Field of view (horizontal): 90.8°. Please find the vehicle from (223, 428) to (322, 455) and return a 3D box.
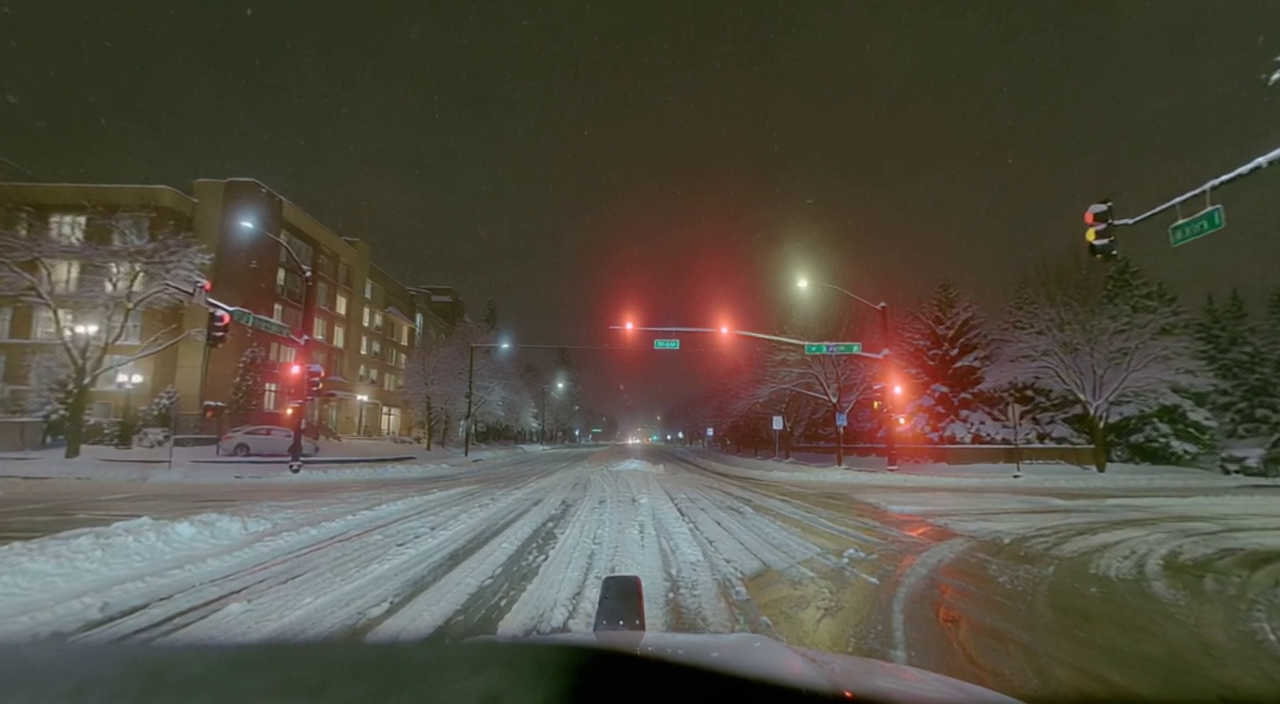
[{"bbox_3d":[-22.407,5.510,38.709,4.765,1.593,1.891,1,-9,-8],"label":"vehicle"}]
